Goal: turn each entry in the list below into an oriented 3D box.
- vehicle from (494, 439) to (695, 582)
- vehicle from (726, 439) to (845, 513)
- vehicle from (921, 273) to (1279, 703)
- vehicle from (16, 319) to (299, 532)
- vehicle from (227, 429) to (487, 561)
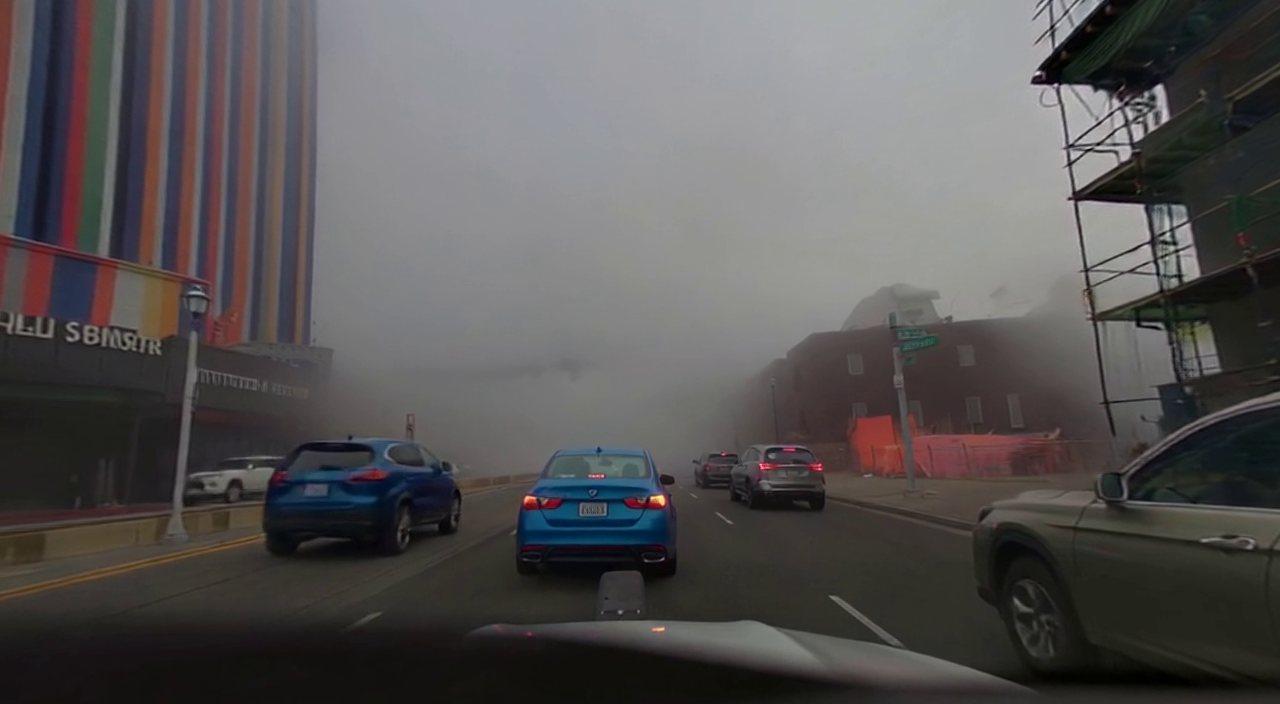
[{"bbox_3d":[-0.447,2.000,8.857,2.131,1.496,4.193,0,-9,1],"label":"vehicle"},{"bbox_3d":[3.937,3.440,18.152,2.185,1.797,4.934,0,-9,-1],"label":"vehicle"},{"bbox_3d":[3.409,0.742,2.546,2.182,1.954,5.341,0,-9,2],"label":"vehicle"},{"bbox_3d":[-9.109,1.476,12.457,2.592,3.548,3.414,-2,-9,3],"label":"vehicle"},{"bbox_3d":[-4.216,2.190,10.432,2.201,1.691,4.305,0,-9,1],"label":"vehicle"}]
